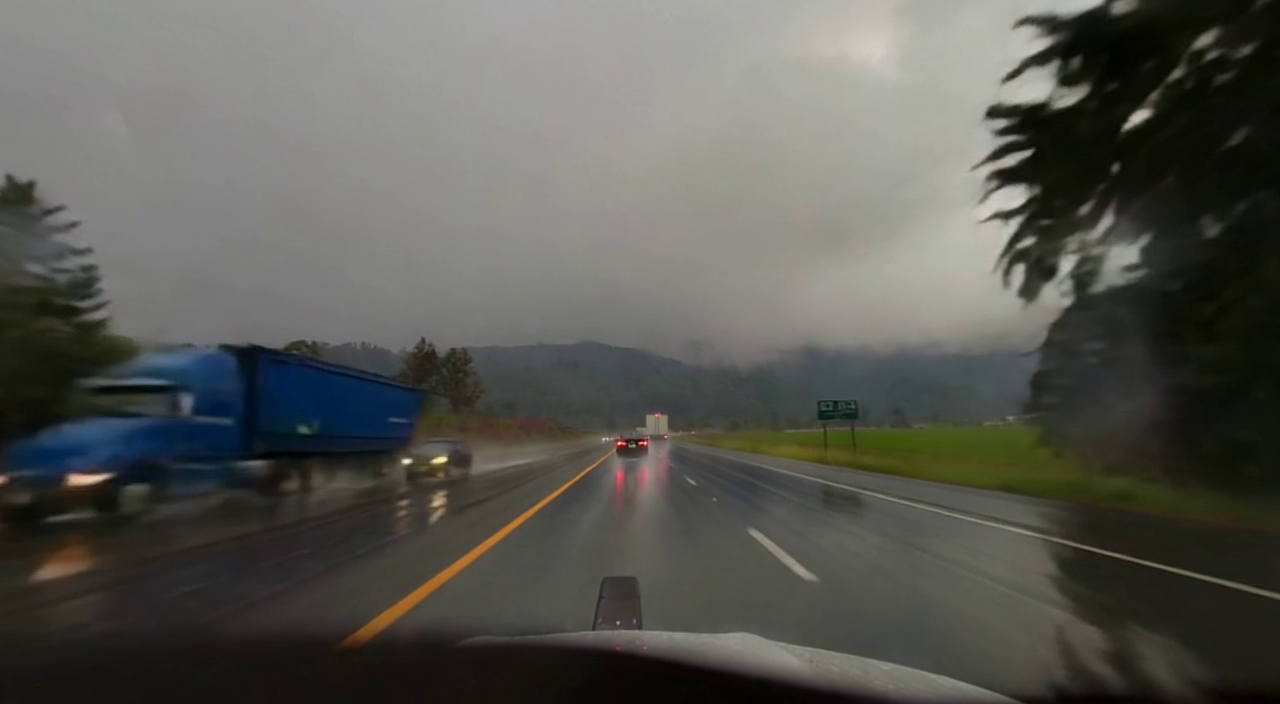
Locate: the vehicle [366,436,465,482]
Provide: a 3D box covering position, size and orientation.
[{"bbox_3d":[-7.951,3.787,22.759,1.944,1.497,4.424,0,-8,0],"label":"vehicle"}]

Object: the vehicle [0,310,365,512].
[{"bbox_3d":[-11.887,1.832,17.712,3.270,3.993,10.585,0,-8,1],"label":"vehicle"}]

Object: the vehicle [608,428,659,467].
[{"bbox_3d":[-0.304,4.398,29.242,2.216,1.623,4.220,0,-8,-1],"label":"vehicle"}]
